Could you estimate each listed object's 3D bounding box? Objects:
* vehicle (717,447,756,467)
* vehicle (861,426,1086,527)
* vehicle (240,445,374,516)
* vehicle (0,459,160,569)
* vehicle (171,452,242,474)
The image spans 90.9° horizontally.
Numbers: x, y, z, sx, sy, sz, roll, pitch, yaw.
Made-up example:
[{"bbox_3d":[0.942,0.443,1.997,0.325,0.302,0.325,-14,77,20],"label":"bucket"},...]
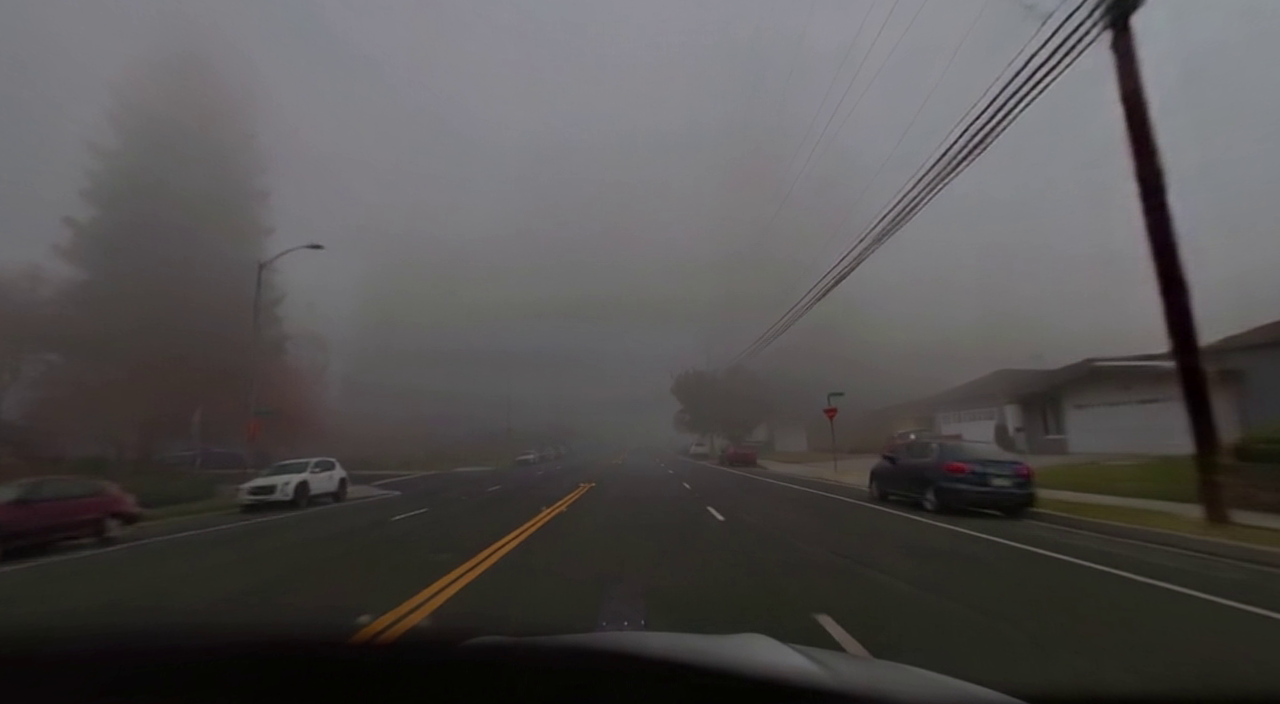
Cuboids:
[{"bbox_3d":[7.114,7.794,47.000,2.070,1.428,4.636,0,-9,-1],"label":"vehicle"},{"bbox_3d":[6.689,2.542,13.496,2.194,1.741,4.800,-1,-9,0],"label":"vehicle"},{"bbox_3d":[-10.439,3.982,20.165,1.984,1.762,4.266,-4,-7,0],"label":"vehicle"},{"bbox_3d":[-10.672,2.713,10.528,1.932,1.472,4.516,-3,-7,-2],"label":"vehicle"},{"bbox_3d":[-31.695,8.094,46.281,1.786,1.448,4.702,-1,-8,2],"label":"vehicle"}]
